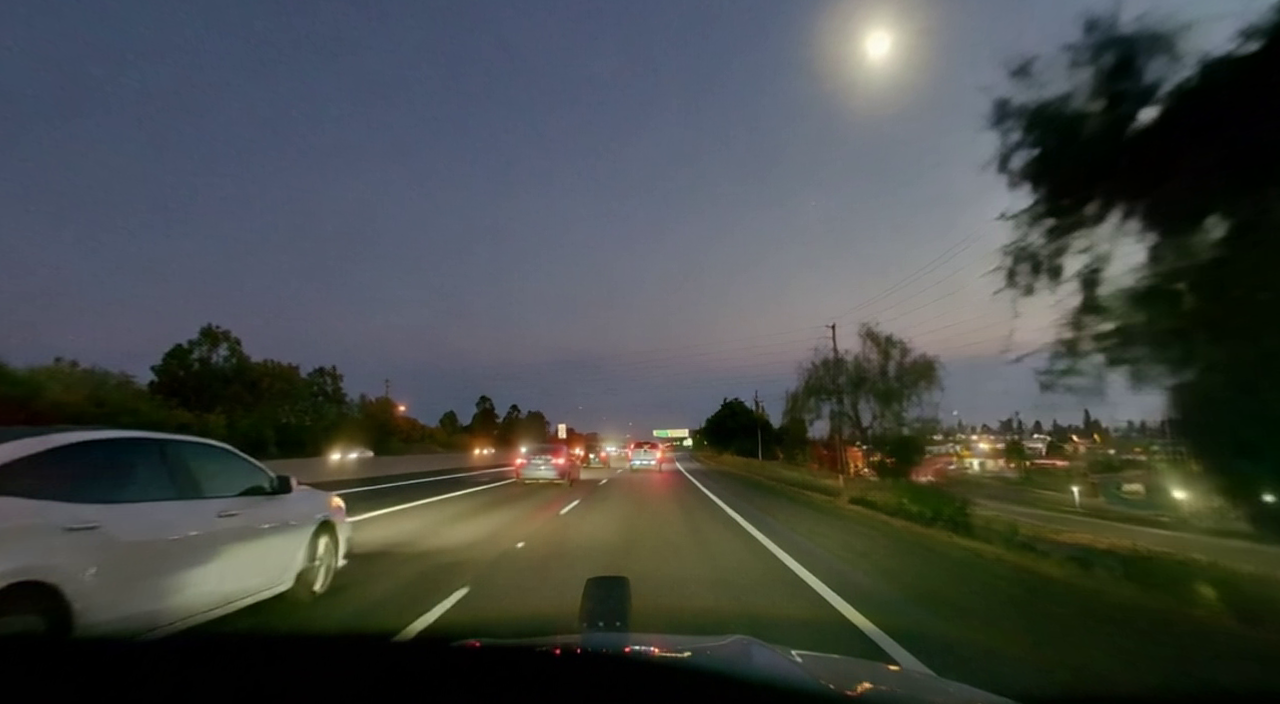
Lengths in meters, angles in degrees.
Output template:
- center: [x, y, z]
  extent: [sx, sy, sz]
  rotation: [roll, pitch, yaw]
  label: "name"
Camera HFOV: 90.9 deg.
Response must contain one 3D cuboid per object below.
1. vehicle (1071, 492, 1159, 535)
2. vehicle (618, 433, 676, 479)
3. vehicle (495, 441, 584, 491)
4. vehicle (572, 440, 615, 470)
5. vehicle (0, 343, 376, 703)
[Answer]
- center: [30.543, 10.355, 40.838]
  extent: [2.164, 2.048, 5.656]
  rotation: [-2, -8, 11]
  label: "vehicle"
- center: [0.326, 4.471, 27.401]
  extent: [2.319, 1.813, 4.274]
  rotation: [0, -8, 1]
  label: "vehicle"
- center: [-3.184, 3.702, 20.912]
  extent: [2.092, 1.464, 4.466]
  rotation: [-1, -8, 2]
  label: "vehicle"
- center: [-2.781, 6.315, 38.763]
  extent: [2.051, 1.695, 4.731]
  rotation: [-1, -8, 3]
  label: "vehicle"
- center: [-3.791, 1.057, 4.104]
  extent: [2.104, 1.754, 4.515]
  rotation: [0, -8, 1]
  label: "vehicle"
